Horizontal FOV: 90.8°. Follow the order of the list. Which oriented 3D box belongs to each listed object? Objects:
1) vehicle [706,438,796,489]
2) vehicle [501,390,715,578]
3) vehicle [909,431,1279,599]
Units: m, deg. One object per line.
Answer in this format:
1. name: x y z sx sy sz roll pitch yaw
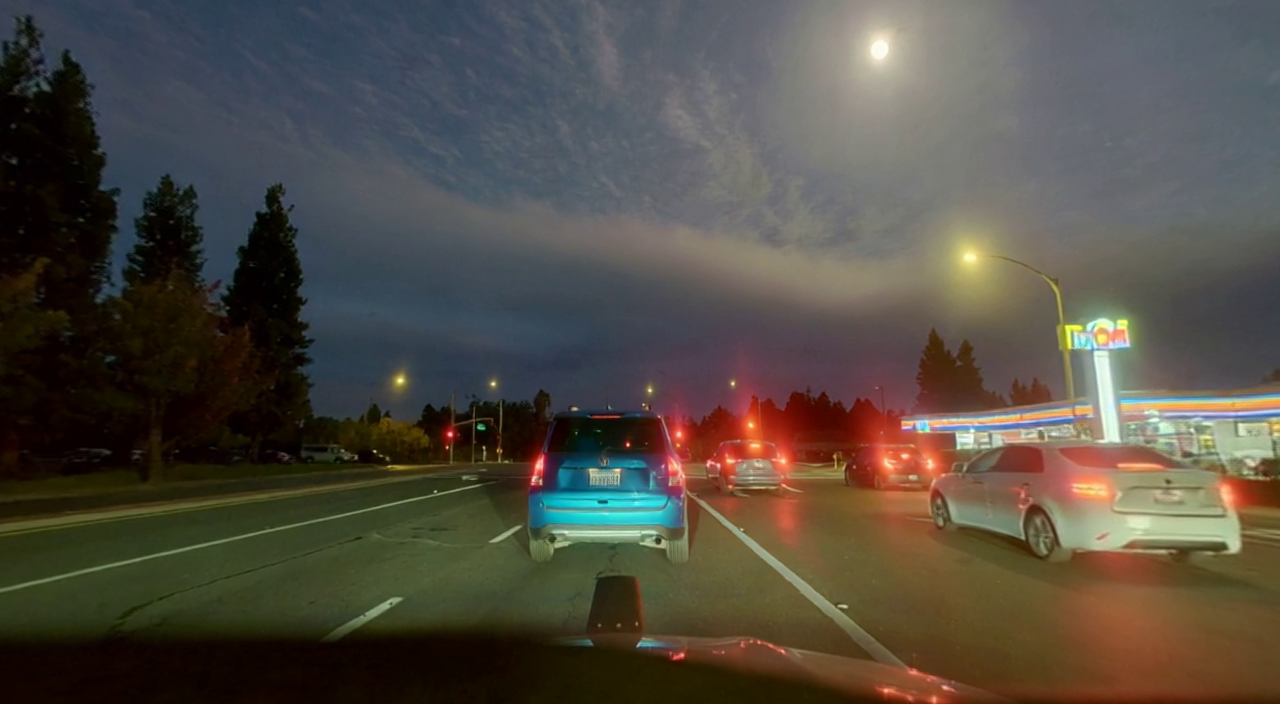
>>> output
1. vehicle: 3.685 3.795 21.950 2.098 1.555 4.778 0 -9 -2
2. vehicle: -0.290 1.650 8.647 2.096 1.837 4.687 0 -9 1
3. vehicle: 5.392 1.806 8.025 1.930 1.478 4.643 0 -9 1
